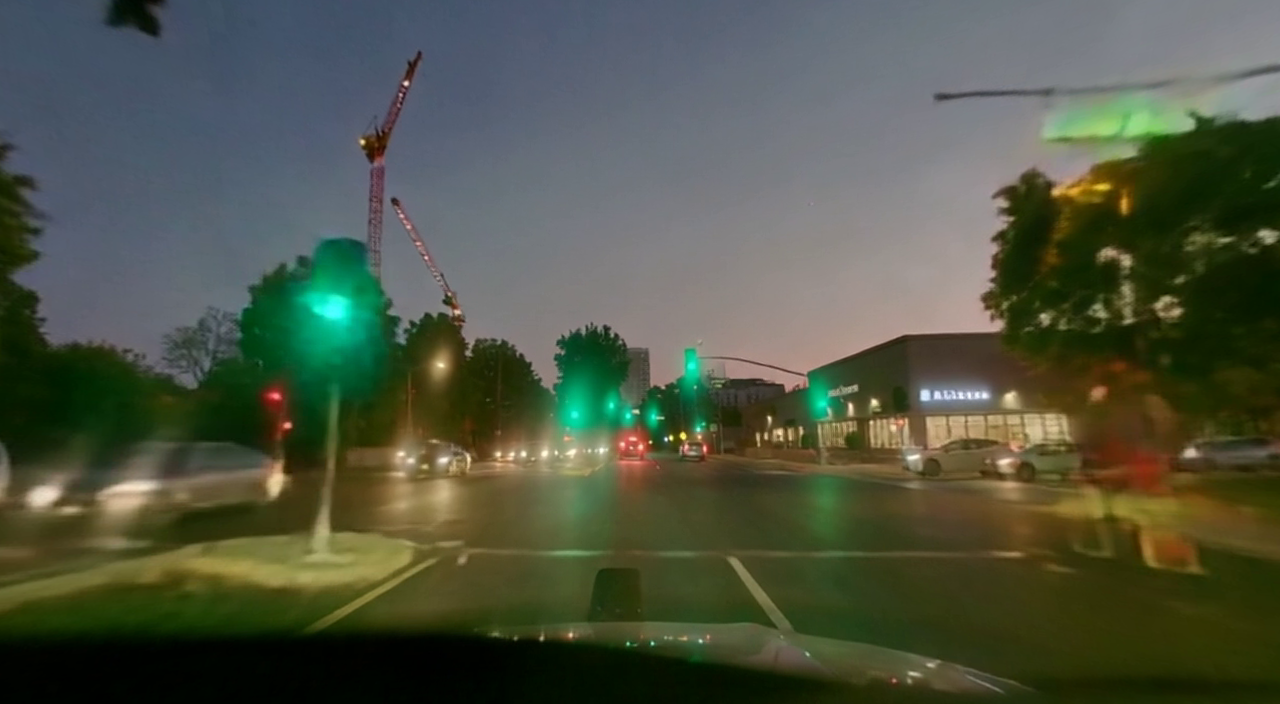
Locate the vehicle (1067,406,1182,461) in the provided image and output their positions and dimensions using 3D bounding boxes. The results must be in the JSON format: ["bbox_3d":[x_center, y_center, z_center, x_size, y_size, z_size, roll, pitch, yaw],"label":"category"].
[{"bbox_3d":[36.772,6.314,48.582,3.124,3.783,10.331,-3,-8,15],"label":"vehicle"}]

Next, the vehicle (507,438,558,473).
[{"bbox_3d":[-5.906,5.704,35.227,1.983,1.715,4.466,-3,-8,0],"label":"vehicle"}]

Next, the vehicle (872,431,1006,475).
[{"bbox_3d":[12.680,4.331,27.081,4.641,1.772,2.080,-1,-9,6],"label":"vehicle"}]

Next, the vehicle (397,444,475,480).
[{"bbox_3d":[-8.906,4.833,27.986,2.067,1.460,4.290,0,-9,0],"label":"vehicle"}]

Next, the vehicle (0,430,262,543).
[{"bbox_3d":[-8.959,2.274,11.323,1.918,1.640,3.971,0,-9,-1],"label":"vehicle"}]

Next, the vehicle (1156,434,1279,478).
[{"bbox_3d":[21.246,3.699,22.695,3.995,1.463,1.862,1,-9,-9],"label":"vehicle"}]

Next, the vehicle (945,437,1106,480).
[{"bbox_3d":[13.845,3.848,22.894,4.506,1.479,1.924,0,-9,1],"label":"vehicle"}]
